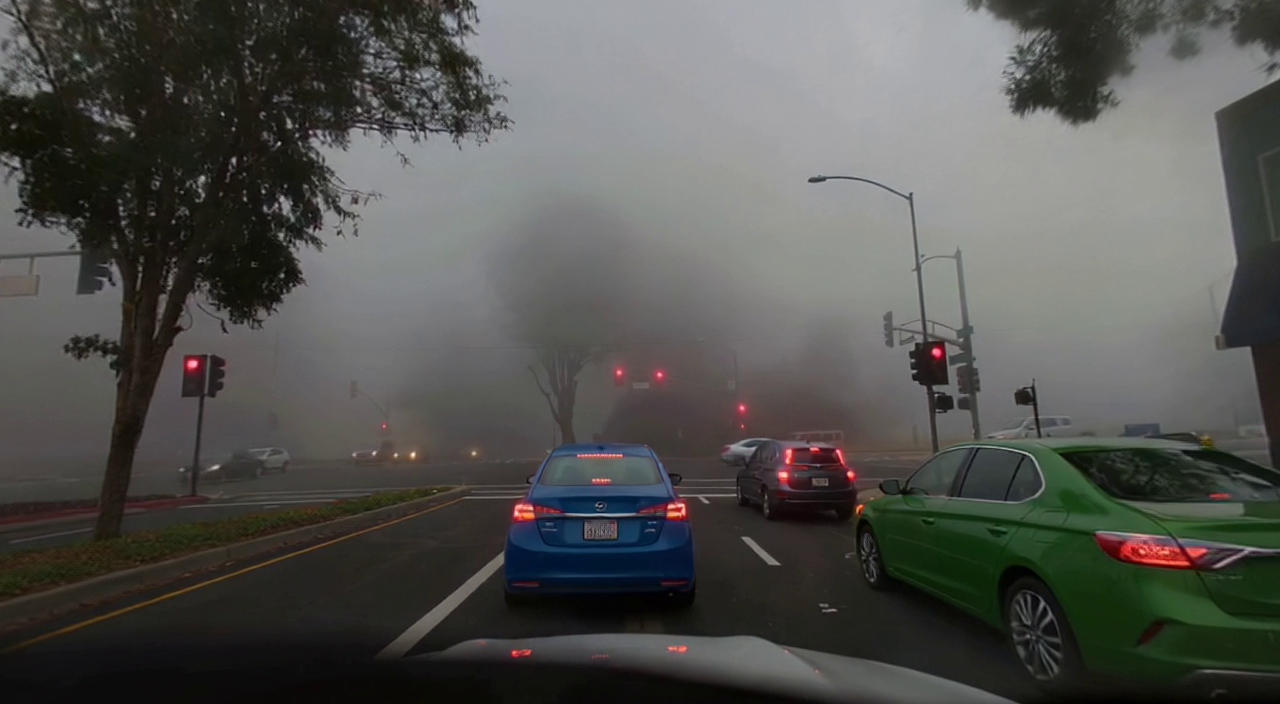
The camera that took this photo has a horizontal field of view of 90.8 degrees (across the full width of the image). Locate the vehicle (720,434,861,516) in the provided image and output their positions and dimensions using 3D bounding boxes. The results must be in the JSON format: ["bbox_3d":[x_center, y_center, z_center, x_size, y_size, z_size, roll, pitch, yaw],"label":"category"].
[{"bbox_3d":[3.161,2.674,14.329,2.026,1.549,4.559,0,-8,-1],"label":"vehicle"}]

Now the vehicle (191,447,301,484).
[{"bbox_3d":[-18.200,5.239,29.526,2.130,1.550,4.618,0,-8,1],"label":"vehicle"}]

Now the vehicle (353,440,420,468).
[{"bbox_3d":[-17.971,7.255,45.166,2.308,1.903,5.813,0,-8,0],"label":"vehicle"}]

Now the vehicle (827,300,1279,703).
[{"bbox_3d":[3.575,1.111,5.061,2.572,1.945,5.065,0,-8,0],"label":"vehicle"}]

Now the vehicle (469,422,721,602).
[{"bbox_3d":[-0.407,1.653,7.396,2.143,1.520,3.848,0,-8,-1],"label":"vehicle"}]
